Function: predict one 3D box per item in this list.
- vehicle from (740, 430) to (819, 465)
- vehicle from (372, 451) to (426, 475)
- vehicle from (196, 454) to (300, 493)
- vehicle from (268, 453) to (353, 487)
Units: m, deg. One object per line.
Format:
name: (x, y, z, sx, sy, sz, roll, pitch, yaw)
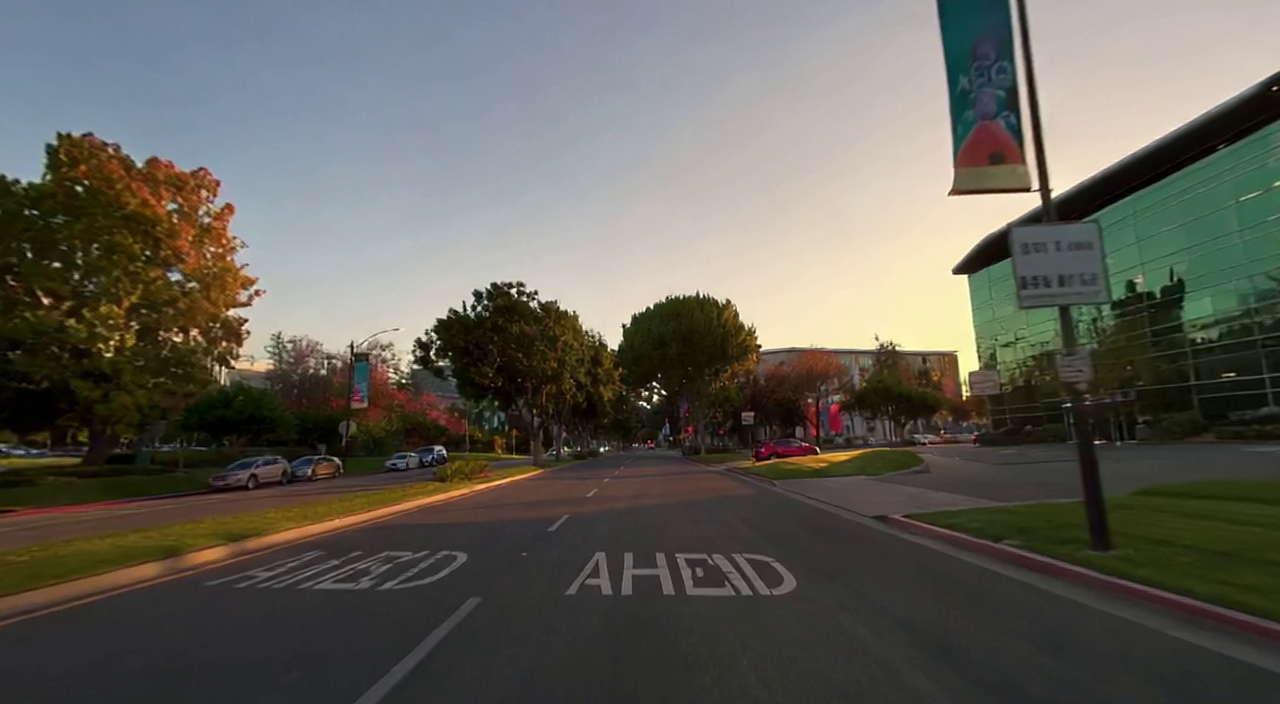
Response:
vehicle: (9.541, 6.578, 43.143, 4.716, 1.672, 2.330, -8, -8, -1)
vehicle: (-16.989, 7.807, 44.515, 1.873, 1.544, 4.794, 0, -9, 2)
vehicle: (-17.187, 5.308, 27.816, 1.829, 1.508, 4.377, 0, -9, 0)
vehicle: (-17.139, 6.129, 32.945, 2.020, 1.471, 4.419, -3, -9, 1)
